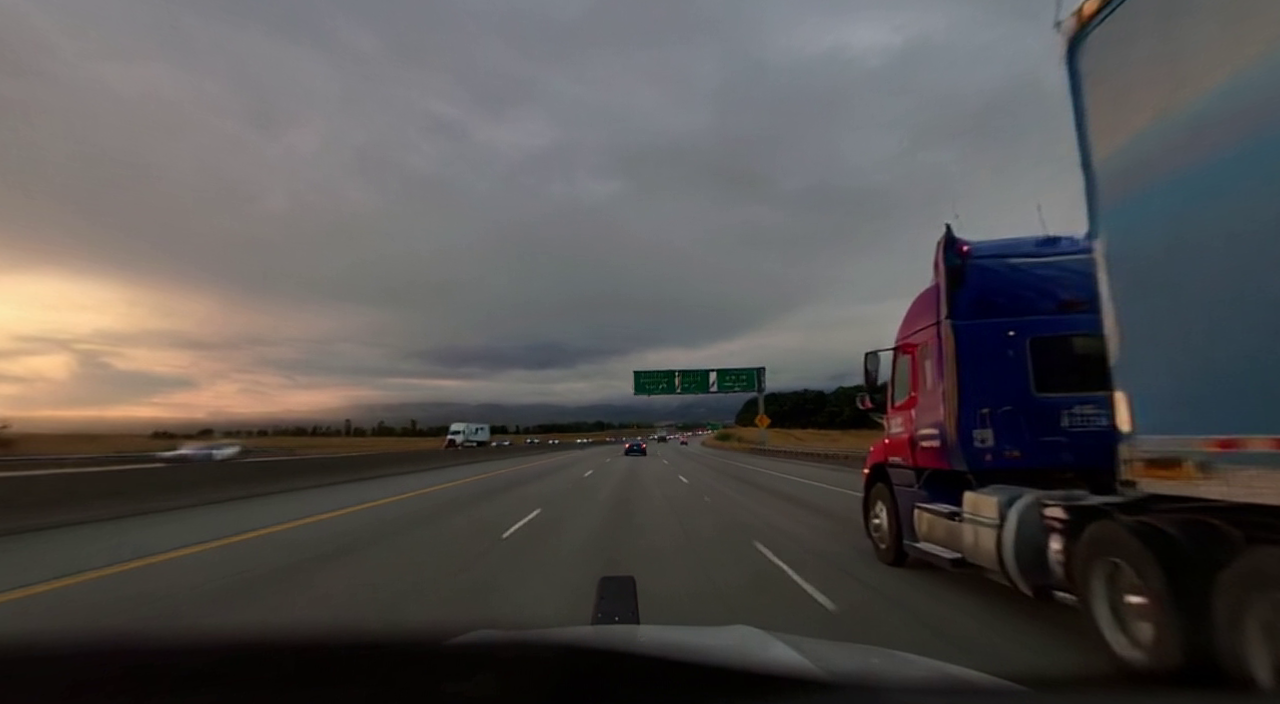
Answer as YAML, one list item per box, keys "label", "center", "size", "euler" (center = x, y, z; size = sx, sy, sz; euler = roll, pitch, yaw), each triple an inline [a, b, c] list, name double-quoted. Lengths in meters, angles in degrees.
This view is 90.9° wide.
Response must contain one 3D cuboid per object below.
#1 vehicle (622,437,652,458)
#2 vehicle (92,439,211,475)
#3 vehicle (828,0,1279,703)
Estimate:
- label: "vehicle"
  center: [-0.211, 7.183, 47.554]
  size: [2.140, 1.475, 3.969]
  euler: [0, -8, 0]
- label: "vehicle"
  center: [-22.080, 4.713, 28.750]
  size: [1.883, 1.492, 4.375]
  euler: [0, -8, 0]
- label: "vehicle"
  center: [3.704, -0.023, 3.627]
  size: [3.222, 3.915, 6.030]
  euler: [0, -8, -1]
